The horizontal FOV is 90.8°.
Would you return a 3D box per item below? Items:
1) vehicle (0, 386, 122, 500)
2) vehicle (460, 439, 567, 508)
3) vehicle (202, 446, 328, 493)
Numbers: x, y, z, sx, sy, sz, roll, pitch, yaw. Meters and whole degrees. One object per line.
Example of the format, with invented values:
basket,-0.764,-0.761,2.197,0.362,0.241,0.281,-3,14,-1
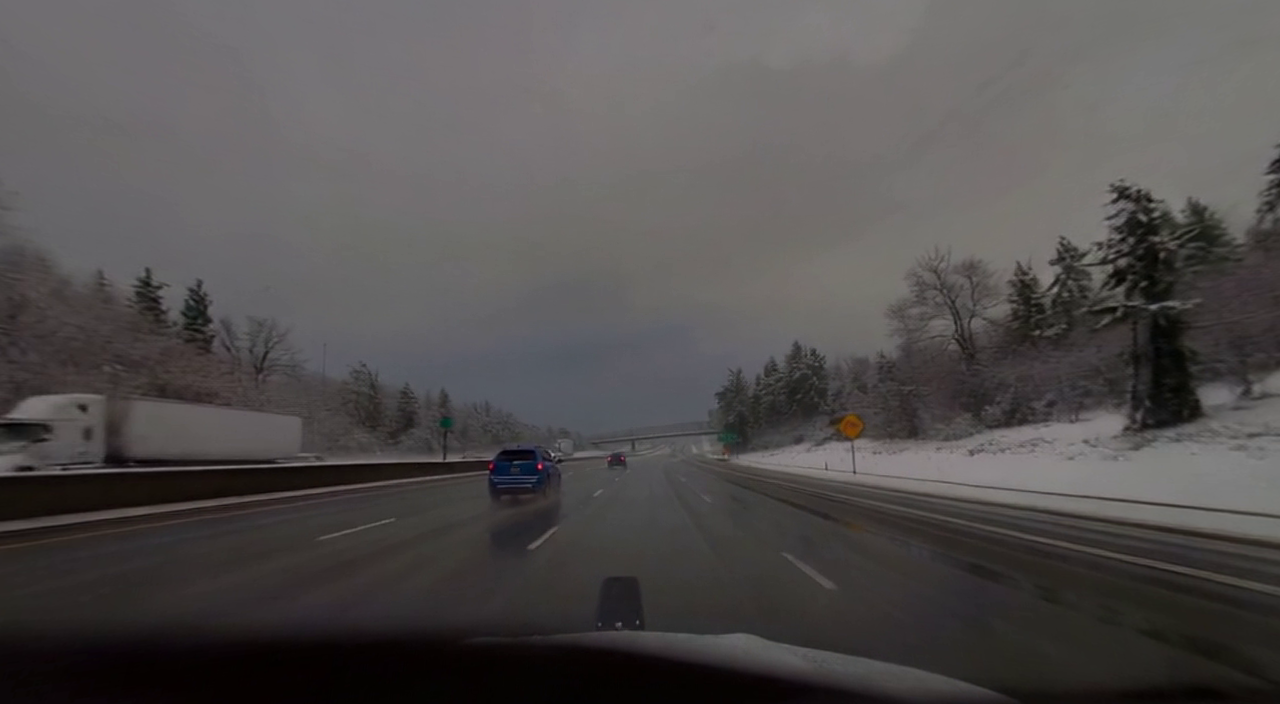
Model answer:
vehicle,-23.012,3.457,24.042,2.979,3.977,3.790,0,-9,1
vehicle,-3.286,3.251,17.329,2.016,1.623,4.126,0,-9,1
vehicle,-14.955,4.666,25.582,2.011,1.695,4.820,0,-9,2
